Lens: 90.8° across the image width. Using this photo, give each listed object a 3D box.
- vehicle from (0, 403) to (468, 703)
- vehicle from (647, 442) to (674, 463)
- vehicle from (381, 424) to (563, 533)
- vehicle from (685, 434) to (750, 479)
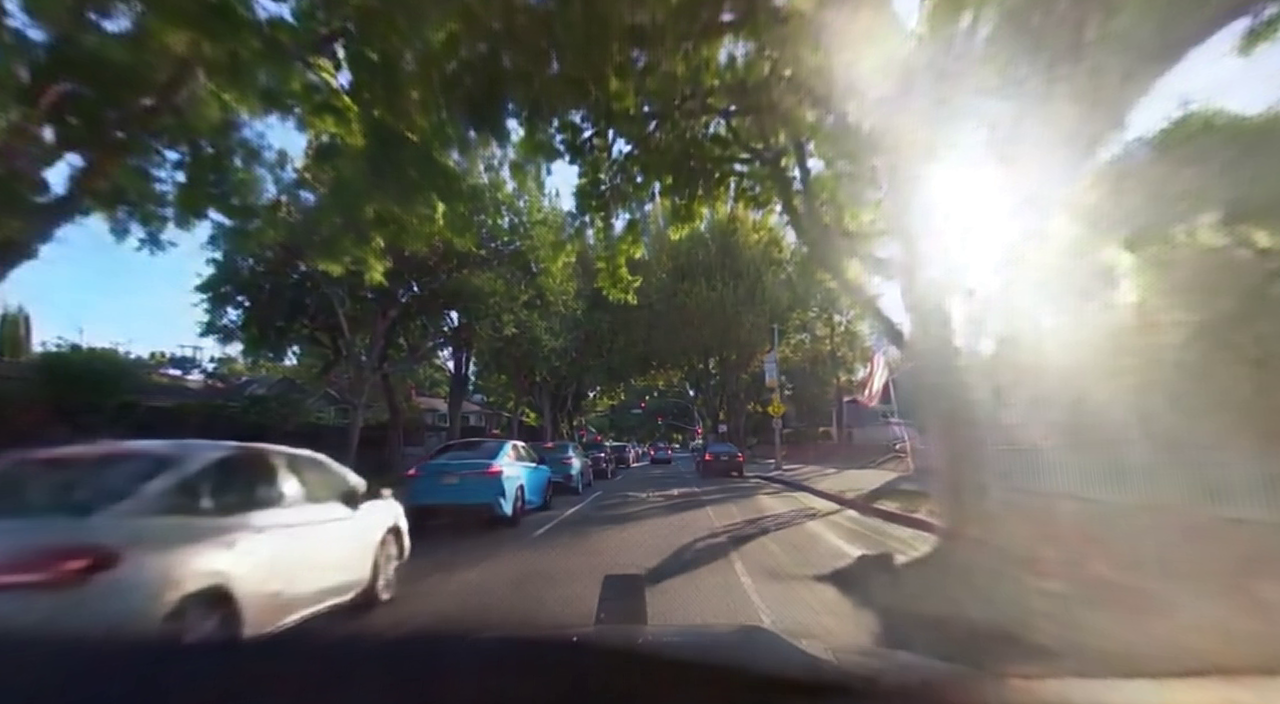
[{"bbox_3d":[-2.762,1.228,4.323,1.807,1.475,3.952,-1,-9,4],"label":"vehicle"},{"bbox_3d":[1.531,7.407,46.632,1.927,1.453,3.848,-1,-9,3],"label":"vehicle"},{"bbox_3d":[-2.842,2.273,11.936,1.971,1.639,4.487,-1,-9,3],"label":"vehicle"},{"bbox_3d":[3.131,4.353,26.564,2.258,1.682,4.635,0,-9,1],"label":"vehicle"}]
